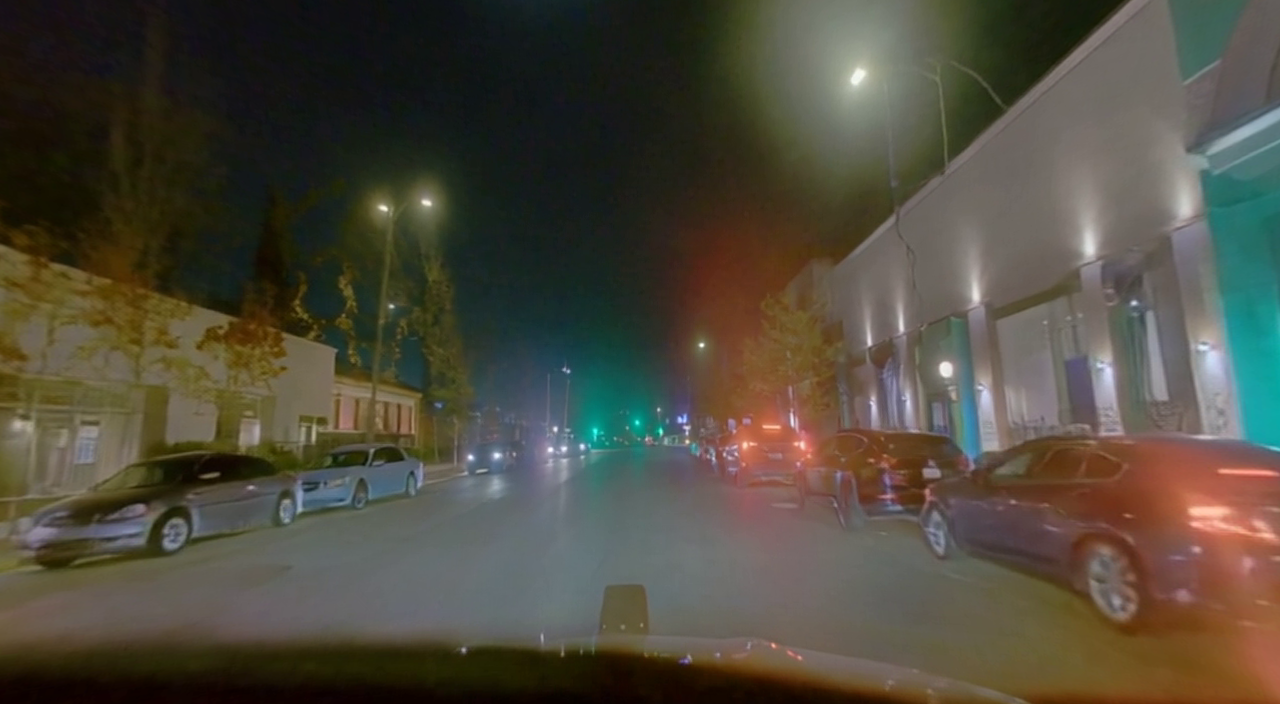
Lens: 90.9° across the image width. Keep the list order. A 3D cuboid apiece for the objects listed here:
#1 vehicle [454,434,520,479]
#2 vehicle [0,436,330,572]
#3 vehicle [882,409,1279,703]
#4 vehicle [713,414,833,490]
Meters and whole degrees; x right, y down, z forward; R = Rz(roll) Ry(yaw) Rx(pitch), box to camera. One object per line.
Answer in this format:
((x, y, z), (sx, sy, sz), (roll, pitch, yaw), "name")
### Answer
((-7.059, 4.842, 29.724), (1.996, 1.770, 5.518), (-1, -6, -3), "vehicle")
((-7.195, 2.155, 10.032), (2.001, 1.502, 4.851), (-1, -6, 1), "vehicle")
((4.110, 1.328, 5.624), (1.973, 1.494, 4.867), (0, -7, 0), "vehicle")
((3.863, 2.985, 19.498), (2.390, 2.005, 5.276), (0, -7, -2), "vehicle")
